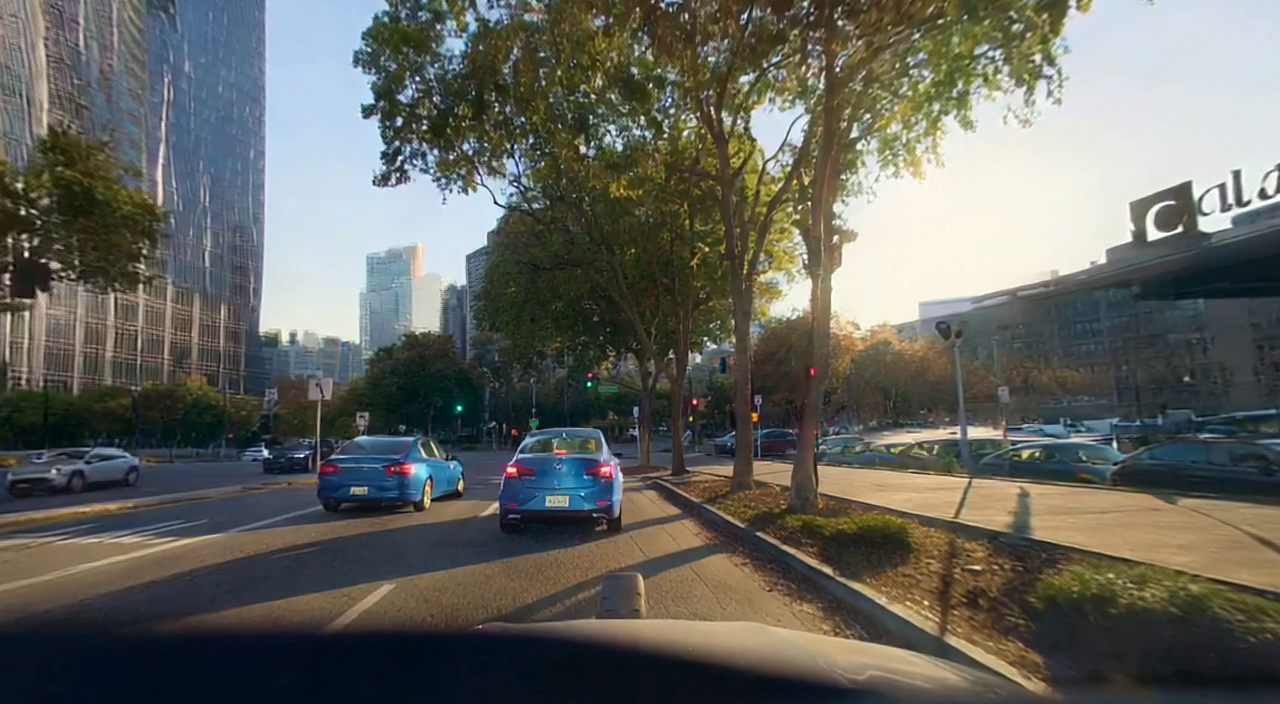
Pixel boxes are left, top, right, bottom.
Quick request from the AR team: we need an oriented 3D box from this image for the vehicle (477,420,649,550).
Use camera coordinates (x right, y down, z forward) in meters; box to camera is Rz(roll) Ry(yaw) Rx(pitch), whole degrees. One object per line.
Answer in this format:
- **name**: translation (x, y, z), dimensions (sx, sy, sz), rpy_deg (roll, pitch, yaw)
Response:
- **vehicle**: translation (-1.136, 1.900, 9.748), dimensions (2.045, 1.533, 4.183), rpy_deg (1, -8, -6)

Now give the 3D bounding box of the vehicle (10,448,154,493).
- **vehicle**: translation (-22.690, 4.806, 25.997), dimensions (2.058, 1.640, 4.414), rpy_deg (0, -8, -4)

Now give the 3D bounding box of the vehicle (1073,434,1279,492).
- **vehicle**: translation (14.251, 2.927, 16.828), dimensions (4.242, 1.423, 1.802), rpy_deg (1, -8, -7)

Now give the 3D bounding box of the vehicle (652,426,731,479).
- **vehicle**: translation (1.714, 3.561, 22.532), dimensions (2.028, 1.678, 4.220), rpy_deg (1, -8, -6)

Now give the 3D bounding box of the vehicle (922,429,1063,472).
- **vehicle**: translation (13.950, 3.896, 25.168), dimensions (4.393, 1.621, 2.067), rpy_deg (1, -8, -6)

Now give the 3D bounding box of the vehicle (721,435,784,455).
- **vehicle**: translation (8.584, 7.128, 48.420), dimensions (4.428, 1.478, 1.772), rpy_deg (1, -9, -5)

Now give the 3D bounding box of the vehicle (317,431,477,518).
- **vehicle**: translation (-4.649, 2.381, 12.775), dimensions (1.998, 1.452, 3.773), rpy_deg (1, -8, -5)
